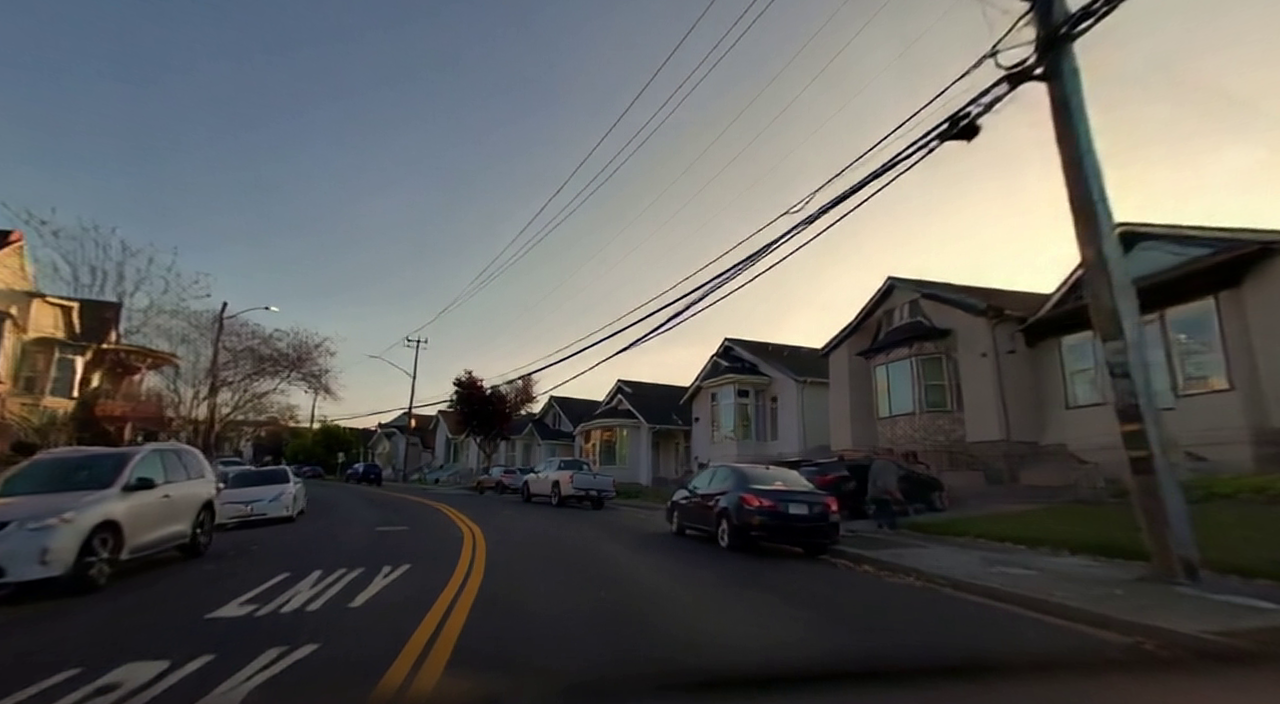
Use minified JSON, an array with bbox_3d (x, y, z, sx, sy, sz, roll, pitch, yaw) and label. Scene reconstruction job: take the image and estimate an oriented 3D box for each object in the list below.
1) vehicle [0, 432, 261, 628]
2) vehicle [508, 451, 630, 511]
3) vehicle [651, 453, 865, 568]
[{"bbox_3d":[-7.507,2.211,8.559,2.378,1.840,5.389,-2,-10,-12],"label":"vehicle"},{"bbox_3d":[-2.834,4.765,23.753,2.449,1.869,5.504,9,-12,-28],"label":"vehicle"},{"bbox_3d":[1.781,2.623,11.227,1.923,1.531,4.568,5,-10,-14],"label":"vehicle"}]
